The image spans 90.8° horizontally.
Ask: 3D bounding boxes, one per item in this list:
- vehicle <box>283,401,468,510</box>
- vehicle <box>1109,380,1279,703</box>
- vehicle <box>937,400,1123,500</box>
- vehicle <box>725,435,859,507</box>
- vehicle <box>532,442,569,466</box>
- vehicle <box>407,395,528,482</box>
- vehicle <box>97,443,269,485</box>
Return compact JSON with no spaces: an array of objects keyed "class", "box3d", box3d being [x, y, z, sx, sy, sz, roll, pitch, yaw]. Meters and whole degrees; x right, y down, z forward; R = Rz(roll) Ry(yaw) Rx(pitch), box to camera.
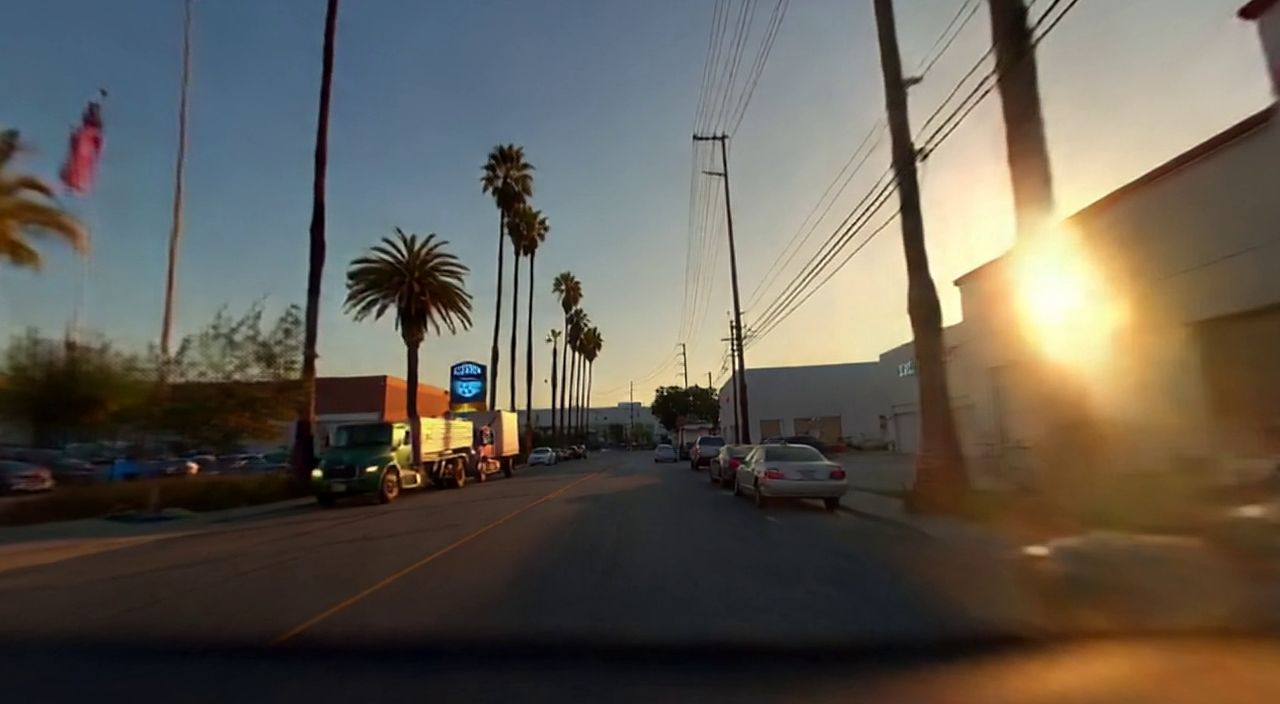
[{"class":"vehicle","box3d":[-8.013,3.256,20.441,2.845,2.738,7.208,-3,-8,1]},{"class":"vehicle","box3d":[3.504,0.692,0.865,2.111,1.611,4.576,0,-9,-1]},{"class":"vehicle","box3d":[9.056,2.359,15.455,2.325,1.877,5.987,-6,-9,17]},{"class":"vehicle","box3d":[3.620,2.942,16.151,2.246,1.533,4.971,0,-9,1]},{"class":"vehicle","box3d":[-6.819,7.792,48.590,1.936,1.632,4.145,-3,-8,3]},{"class":"vehicle","box3d":[-7.592,4.023,29.147,2.941,3.418,7.738,-1,-9,4]},{"class":"vehicle","box3d":[-17.011,4.174,23.701,4.890,1.483,2.055,0,-9,1]}]
